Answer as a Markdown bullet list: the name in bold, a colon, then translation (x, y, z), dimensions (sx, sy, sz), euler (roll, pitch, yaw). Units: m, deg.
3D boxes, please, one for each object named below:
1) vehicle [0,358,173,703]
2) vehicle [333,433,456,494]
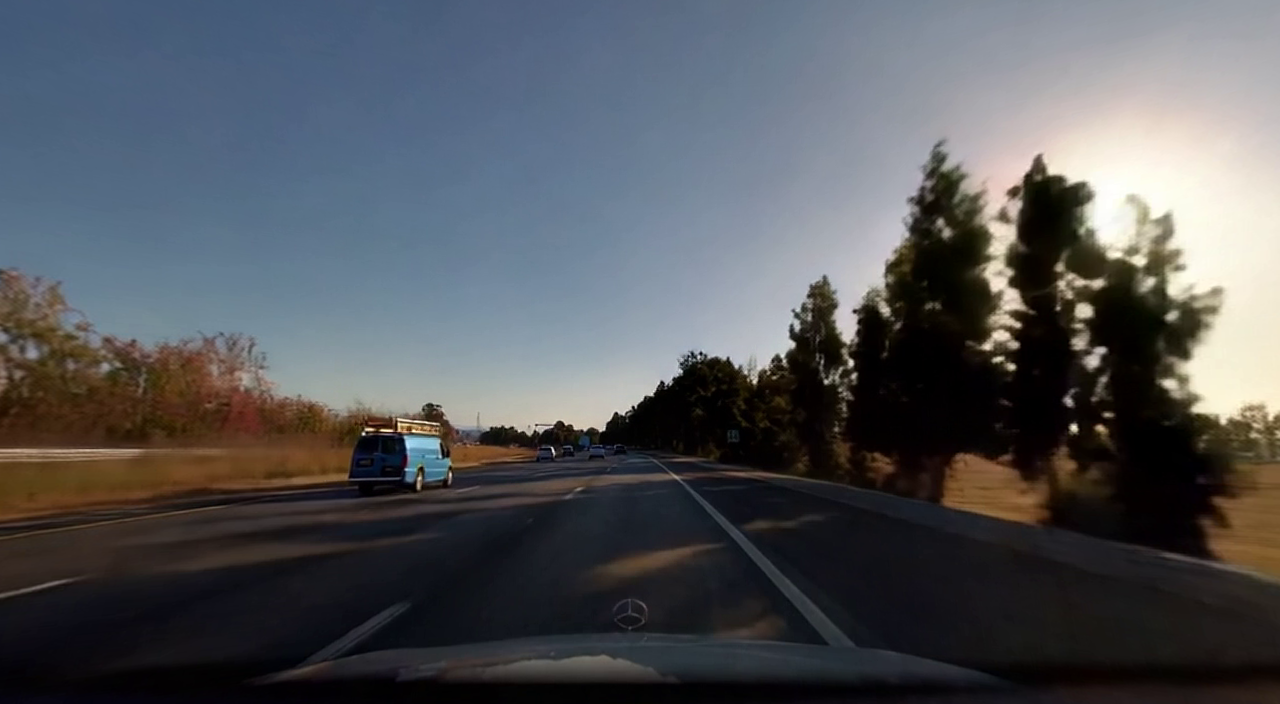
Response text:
- **vehicle**: translation (-3.739, 0.642, 1.127), dimensions (2.040, 1.679, 4.865), euler (0, -9, 0)
- **vehicle**: translation (-7.850, 3.613, 20.782), dimensions (2.093, 1.752, 4.771), euler (0, -9, 0)
